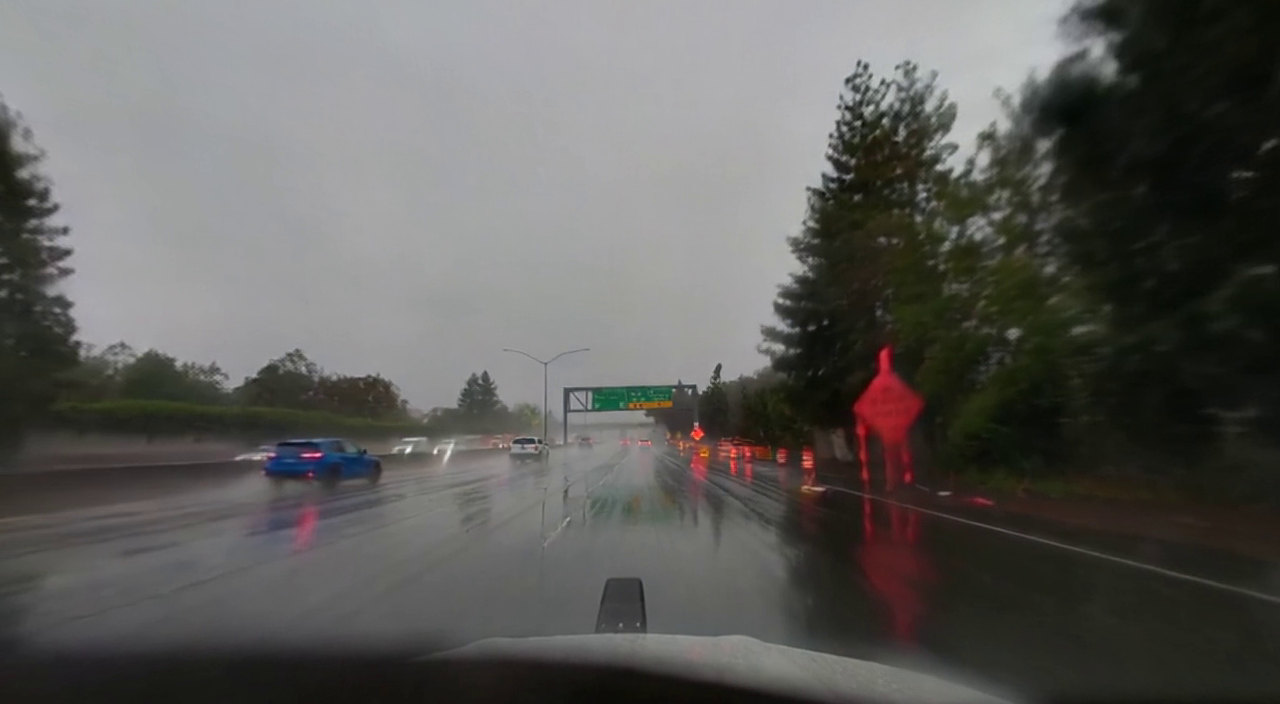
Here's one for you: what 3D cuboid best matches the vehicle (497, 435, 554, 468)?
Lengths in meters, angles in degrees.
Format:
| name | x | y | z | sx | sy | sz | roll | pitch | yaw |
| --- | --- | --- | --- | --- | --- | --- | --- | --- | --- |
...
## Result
| name | x | y | z | sx | sy | sz | roll | pitch | yaw |
| --- | --- | --- | --- | --- | --- | --- | --- | --- | --- |
| vehicle | -6.536 | 5.743 | 36.524 | 2.402 | 1.733 | 4.512 | 0 | -8 | 1 |

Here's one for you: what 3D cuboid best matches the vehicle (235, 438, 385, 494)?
| name | x | y | z | sx | sy | sz | roll | pitch | yaw |
| --- | --- | --- | --- | --- | --- | --- | --- | --- | --- |
| vehicle | -9.939 | 3.456 | 19.491 | 2.122 | 1.511 | 4.576 | 0 | -8 | 0 |
